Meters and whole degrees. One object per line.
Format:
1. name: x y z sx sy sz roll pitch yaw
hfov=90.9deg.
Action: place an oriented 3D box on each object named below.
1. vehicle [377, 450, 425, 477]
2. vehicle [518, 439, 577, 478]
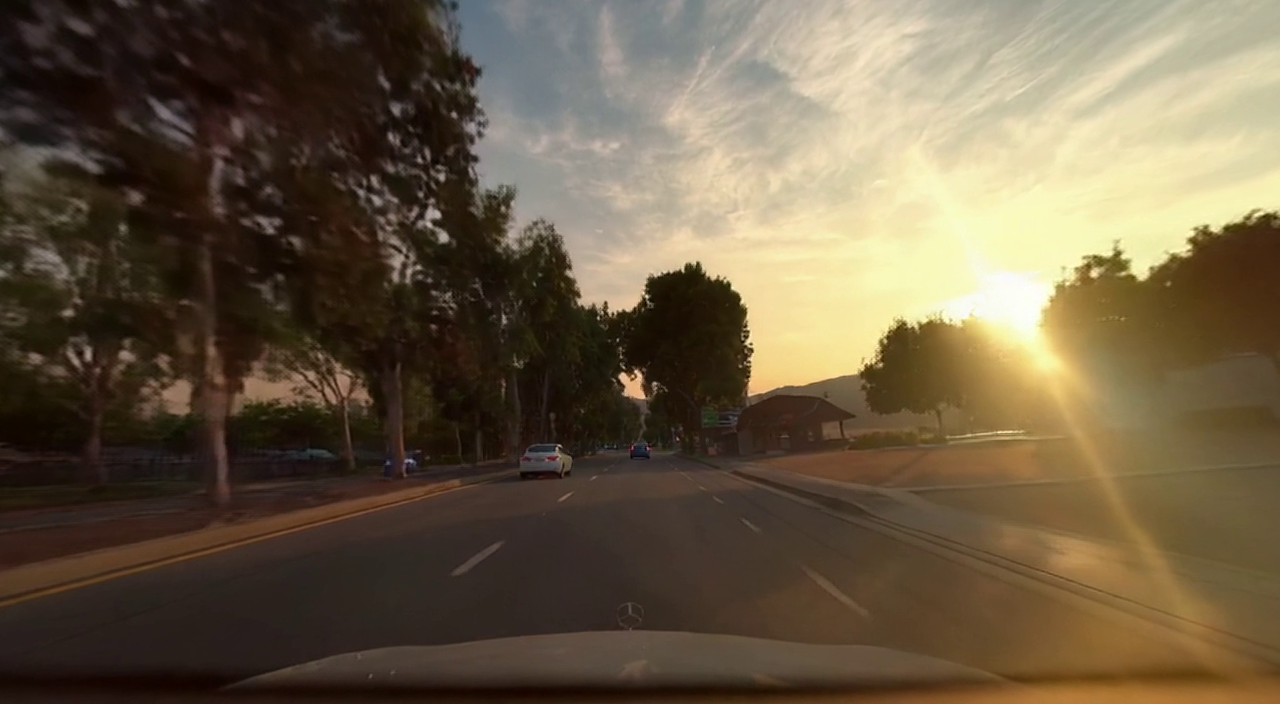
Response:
1. vehicle: -15.890 7.402 42.093 1.783 1.610 3.836 0 -8 -1
2. vehicle: -4.056 4.739 28.321 1.914 1.630 4.351 0 -8 1
